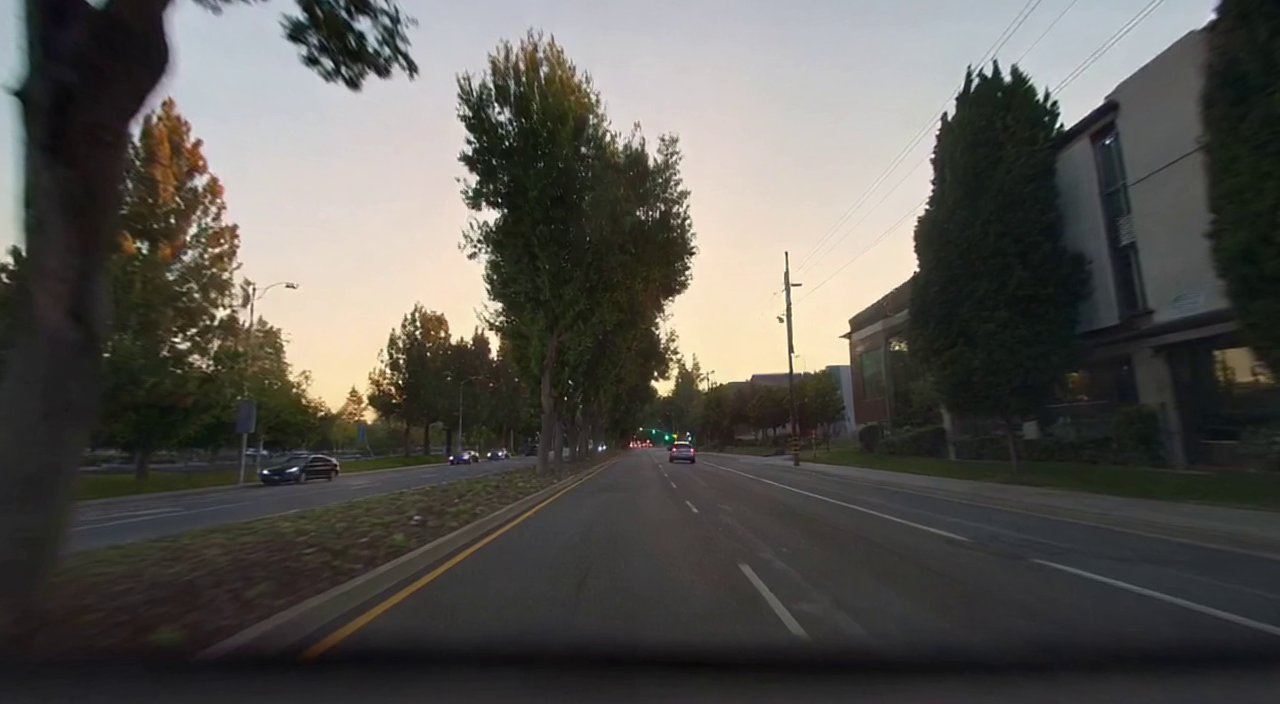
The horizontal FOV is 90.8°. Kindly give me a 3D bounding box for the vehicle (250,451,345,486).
[{"bbox_3d":[-17.072,5.807,31.801,1.973,1.536,4.871,0,-8,1],"label":"vehicle"}]

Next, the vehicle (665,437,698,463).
[{"bbox_3d":[3.020,7.273,47.014,2.085,1.828,5.383,0,-8,-1],"label":"vehicle"}]
